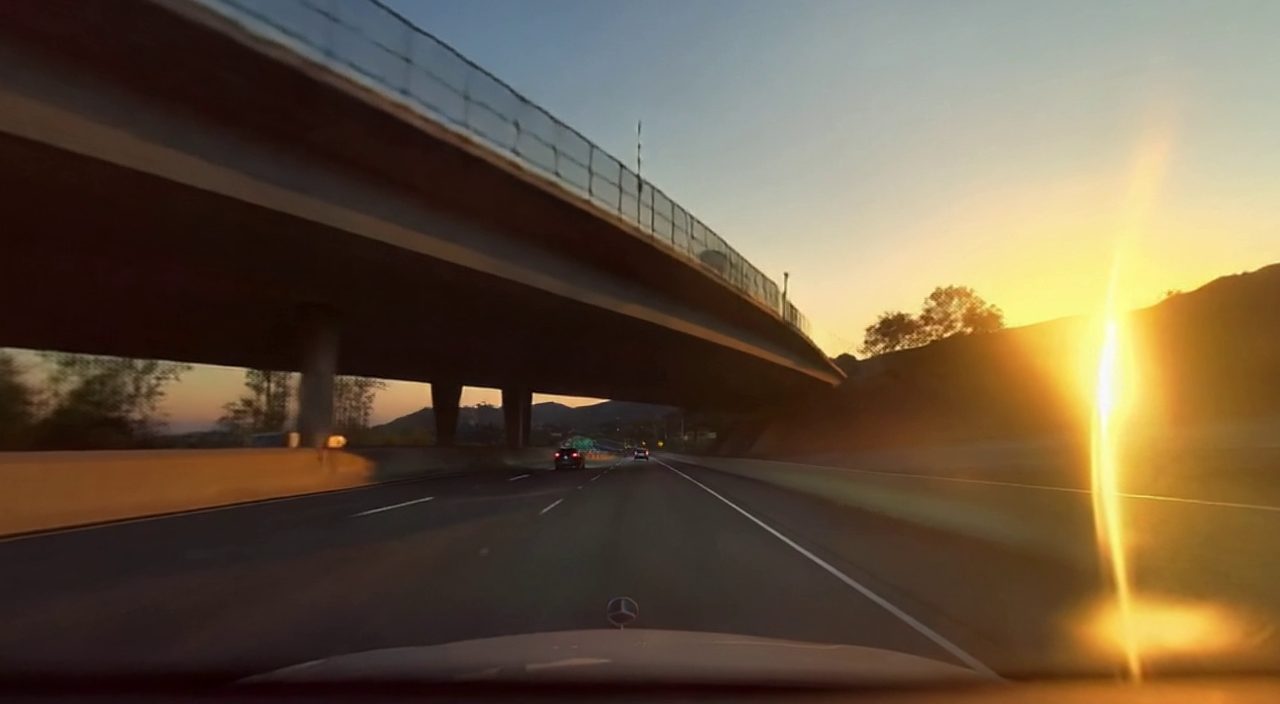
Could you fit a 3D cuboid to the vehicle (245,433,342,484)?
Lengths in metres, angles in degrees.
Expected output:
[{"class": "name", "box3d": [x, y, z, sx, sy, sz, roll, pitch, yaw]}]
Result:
[{"class": "vehicle", "box3d": [-24.894, 7.678, 45.859, 2.650, 3.318, 7.600, 0, -9, 1]}]

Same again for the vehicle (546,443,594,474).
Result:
[{"class": "vehicle", "box3d": [-4.184, 6.466, 38.432, 2.272, 1.759, 5.058, 0, -9, 1]}]
